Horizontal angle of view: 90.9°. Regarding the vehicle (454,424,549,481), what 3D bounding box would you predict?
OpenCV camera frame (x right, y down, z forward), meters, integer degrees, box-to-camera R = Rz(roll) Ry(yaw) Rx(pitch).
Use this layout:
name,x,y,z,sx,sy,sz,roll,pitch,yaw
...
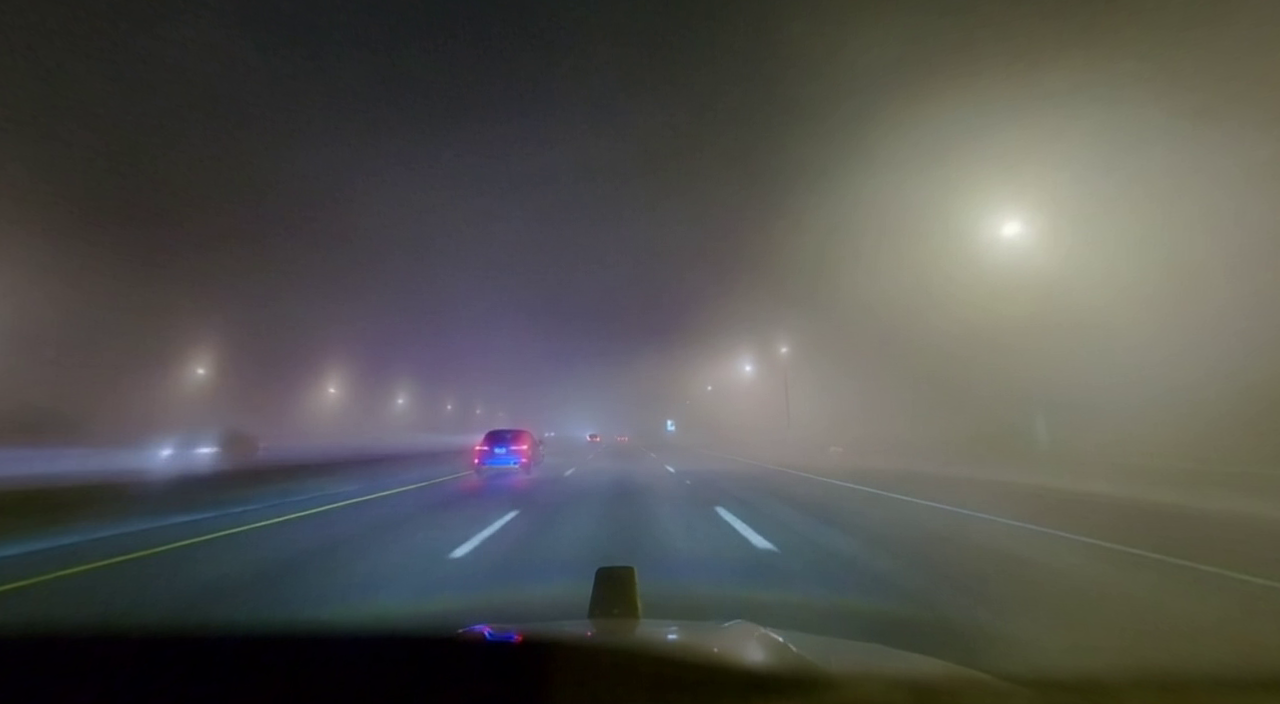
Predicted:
name,x,y,z,sx,sy,sz,roll,pitch,yaw
vehicle,-4.197,3.114,19.851,2.062,1.591,4.156,0,-8,0
